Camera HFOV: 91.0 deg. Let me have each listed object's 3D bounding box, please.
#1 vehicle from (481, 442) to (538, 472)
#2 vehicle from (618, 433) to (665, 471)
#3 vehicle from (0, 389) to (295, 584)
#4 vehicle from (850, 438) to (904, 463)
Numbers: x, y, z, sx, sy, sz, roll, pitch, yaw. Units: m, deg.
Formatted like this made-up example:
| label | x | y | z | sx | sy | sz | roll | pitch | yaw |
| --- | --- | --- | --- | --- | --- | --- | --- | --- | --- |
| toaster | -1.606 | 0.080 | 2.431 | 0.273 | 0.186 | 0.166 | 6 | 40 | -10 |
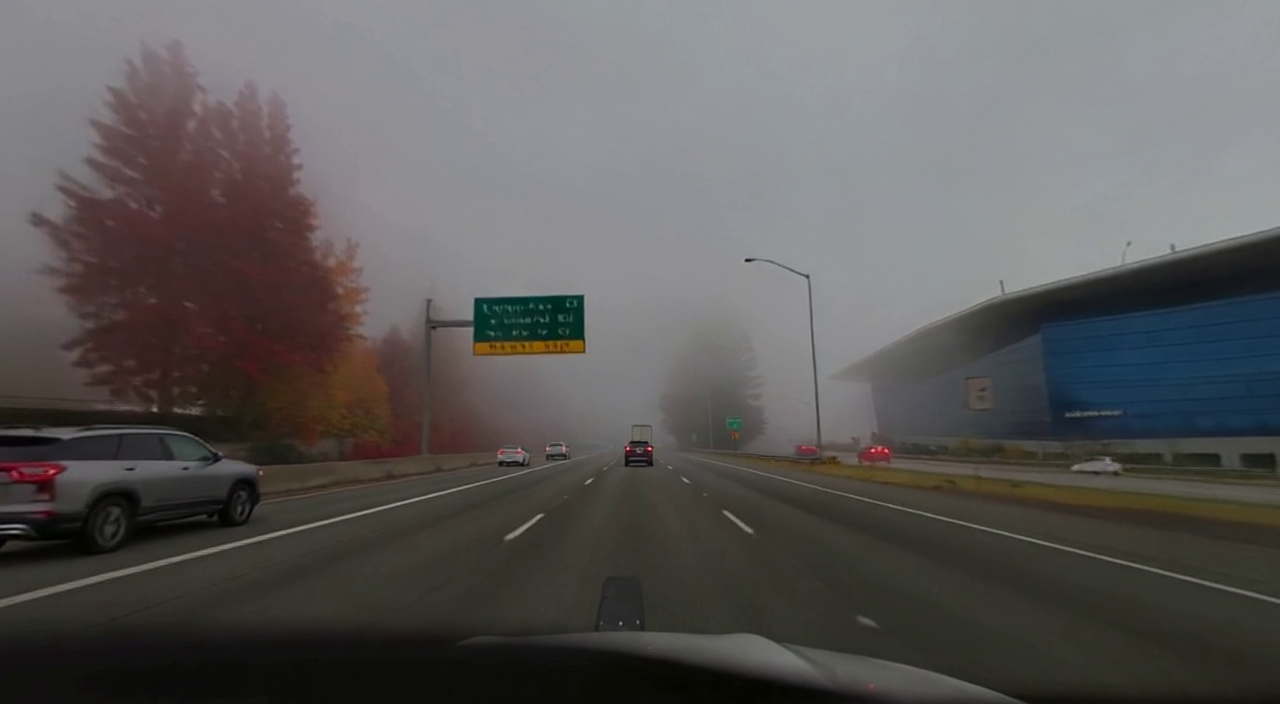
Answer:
| label | x | y | z | sx | sy | sz | roll | pitch | yaw |
| --- | --- | --- | --- | --- | --- | --- | --- | --- | --- |
| vehicle | -7.021 | 5.689 | 34.381 | 2.074 | 1.495 | 4.643 | 0 | -9 | 0 |
| vehicle | 0.058 | 5.250 | 33.136 | 2.245 | 1.863 | 4.801 | 0 | -9 | 0 |
| vehicle | -7.120 | 1.638 | 8.436 | 2.146 | 1.834 | 4.999 | 0 | -9 | 0 |
| vehicle | 16.996 | 7.075 | 45.397 | 2.019 | 1.657 | 4.582 | 0 | -9 | 0 |
